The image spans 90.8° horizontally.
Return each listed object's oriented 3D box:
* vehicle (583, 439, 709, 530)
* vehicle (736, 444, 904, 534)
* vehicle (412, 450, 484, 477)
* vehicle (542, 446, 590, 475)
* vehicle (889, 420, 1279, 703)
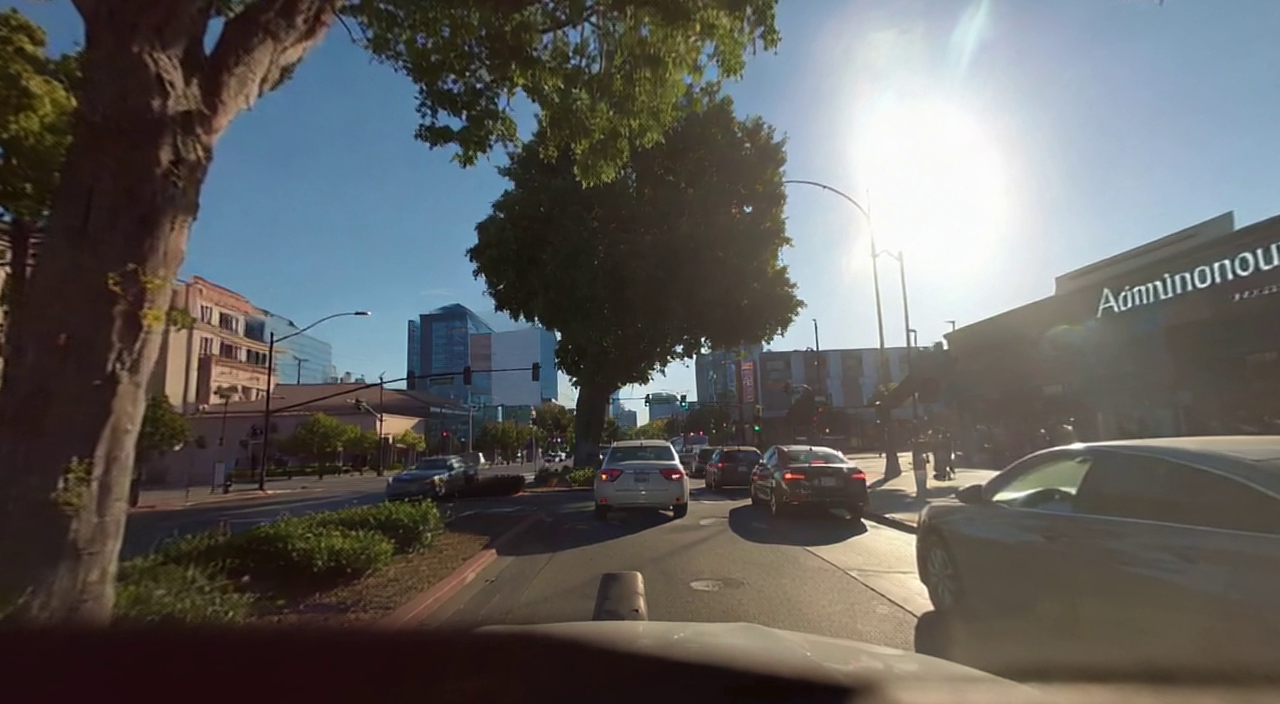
[{"bbox_3d":[0.091,2.551,12.745,2.118,1.512,4.013,0,-9,0],"label":"vehicle"},{"bbox_3d":[3.358,2.625,12.839,1.996,1.469,4.495,0,-9,-1],"label":"vehicle"},{"bbox_3d":[-14.423,8.328,47.579,2.210,1.889,4.642,-8,-11,40],"label":"vehicle"},{"bbox_3d":[-5.144,7.401,43.331,2.223,1.840,4.919,3,-9,-20],"label":"vehicle"},{"bbox_3d":[3.250,1.151,3.440,1.912,1.454,4.537,0,-9,0],"label":"vehicle"}]
